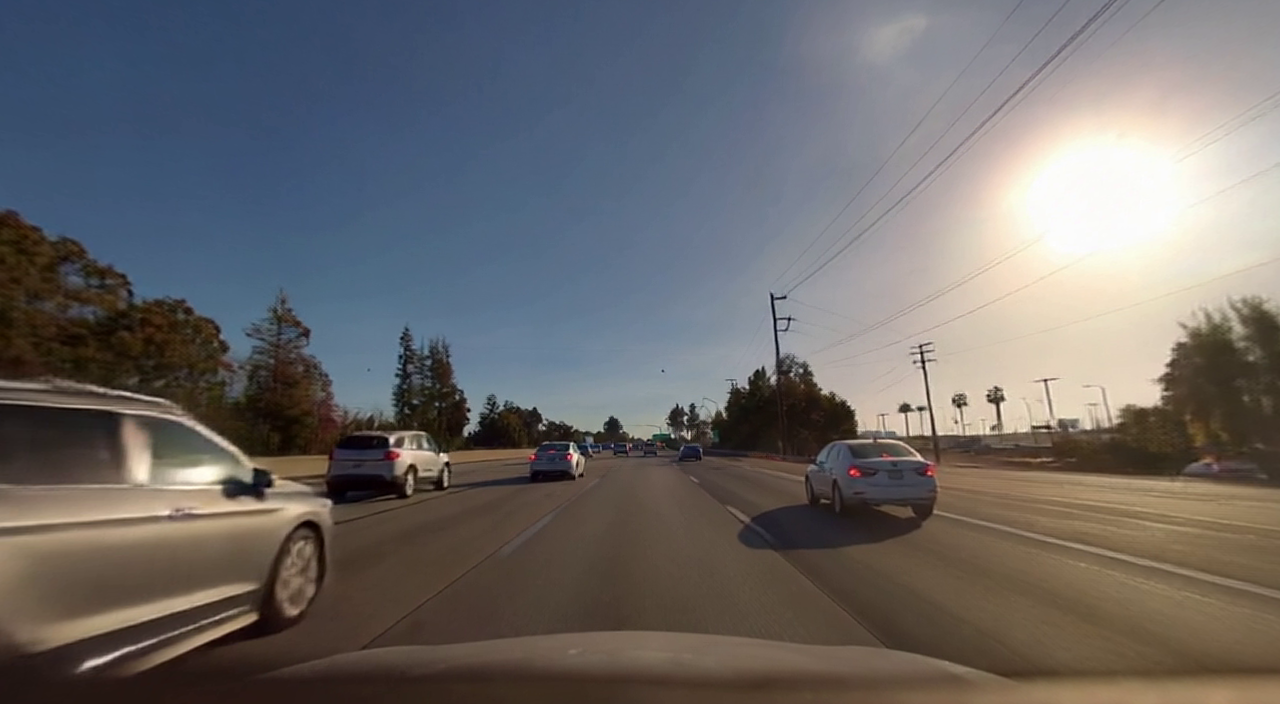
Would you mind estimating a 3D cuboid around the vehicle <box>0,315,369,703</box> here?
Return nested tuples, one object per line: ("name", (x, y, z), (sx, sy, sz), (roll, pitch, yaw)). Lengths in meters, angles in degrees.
("vehicle", (-3.396, 0.869, 3.013), (2.133, 1.775, 4.530), (0, -8, 1))

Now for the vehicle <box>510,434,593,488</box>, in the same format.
("vehicle", (-2.971, 3.773, 22.198), (2.133, 1.668, 4.505), (0, -8, 2))

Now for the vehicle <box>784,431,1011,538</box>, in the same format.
("vehicle", (4.145, 2.206, 11.206), (2.022, 1.472, 4.678), (0, -8, 0))
